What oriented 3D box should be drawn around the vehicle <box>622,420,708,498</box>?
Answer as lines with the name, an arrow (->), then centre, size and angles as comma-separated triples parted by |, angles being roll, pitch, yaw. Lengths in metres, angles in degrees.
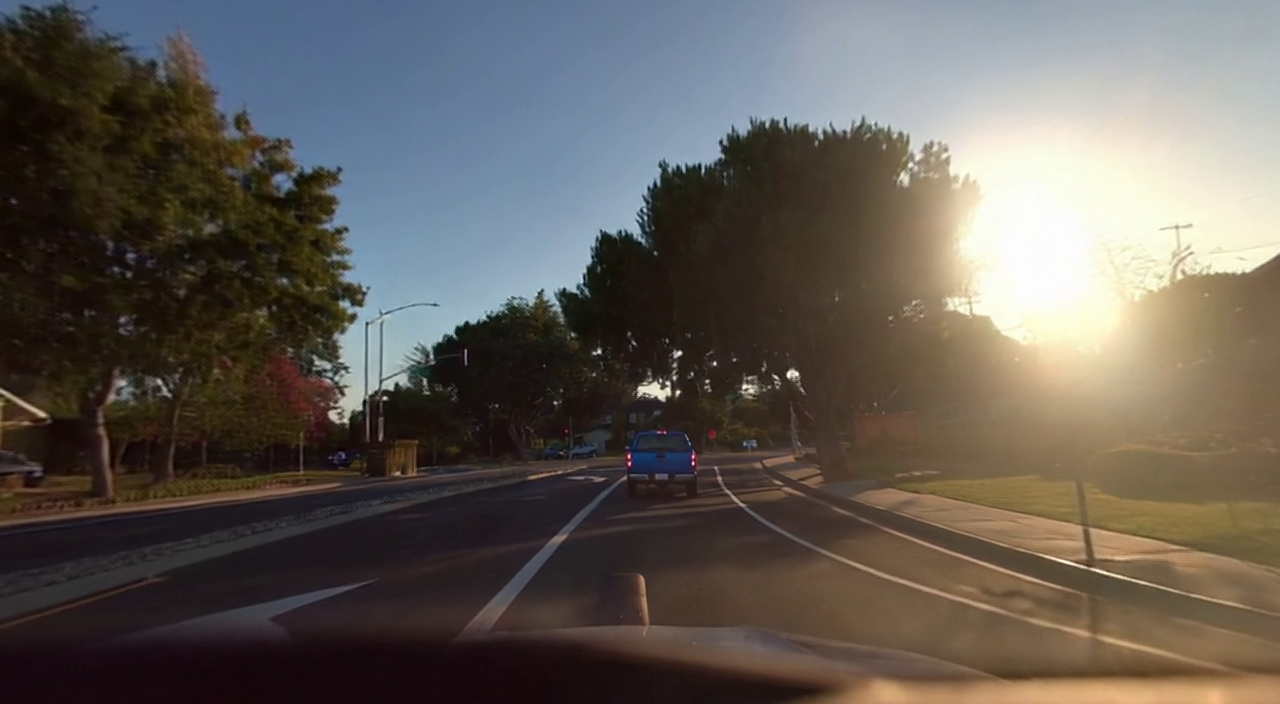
vehicle -> 0.769, 3.062, 18.311 | 2.153, 1.942, 4.767 | -1, -9, 3

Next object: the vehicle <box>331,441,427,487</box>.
vehicle -> -12.108, 5.185, 29.741 | 2.053, 1.822, 4.852 | -2, -7, 6
